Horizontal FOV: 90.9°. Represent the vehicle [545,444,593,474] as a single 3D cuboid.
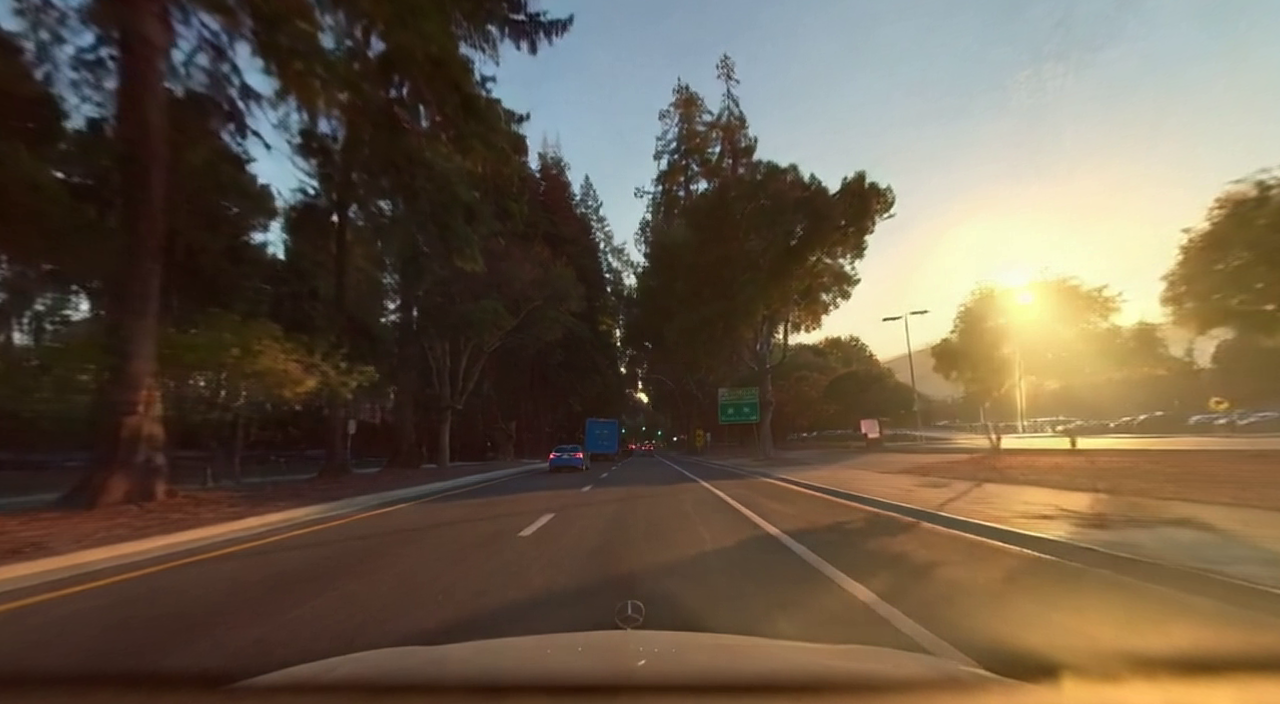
[{"bbox_3d":[-3.660,5.576,33.201,2.005,1.462,4.345,0,-9,1],"label":"vehicle"}]
